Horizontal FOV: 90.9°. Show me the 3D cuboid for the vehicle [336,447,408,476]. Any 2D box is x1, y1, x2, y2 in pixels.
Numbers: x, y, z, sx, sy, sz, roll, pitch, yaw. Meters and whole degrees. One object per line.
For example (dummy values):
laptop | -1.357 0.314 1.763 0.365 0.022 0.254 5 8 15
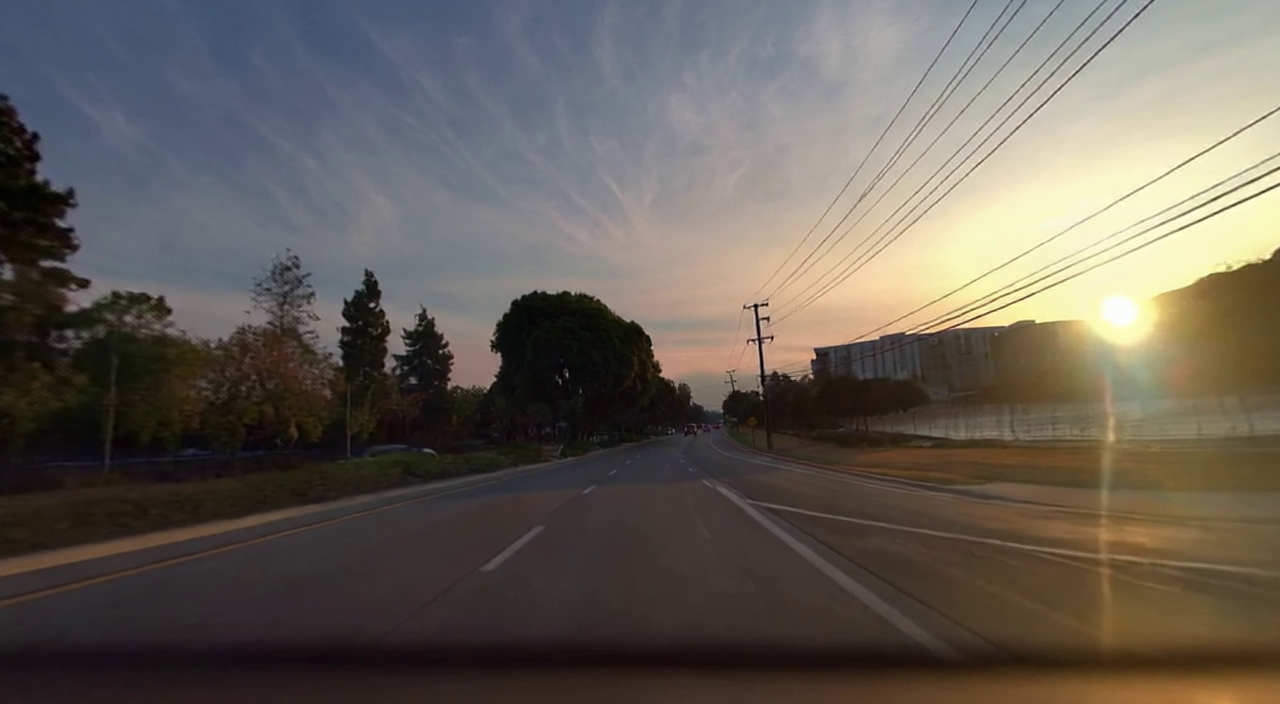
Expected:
vehicle | -16.243 6.644 38.526 2.082 1.642 4.640 -1 -8 5
